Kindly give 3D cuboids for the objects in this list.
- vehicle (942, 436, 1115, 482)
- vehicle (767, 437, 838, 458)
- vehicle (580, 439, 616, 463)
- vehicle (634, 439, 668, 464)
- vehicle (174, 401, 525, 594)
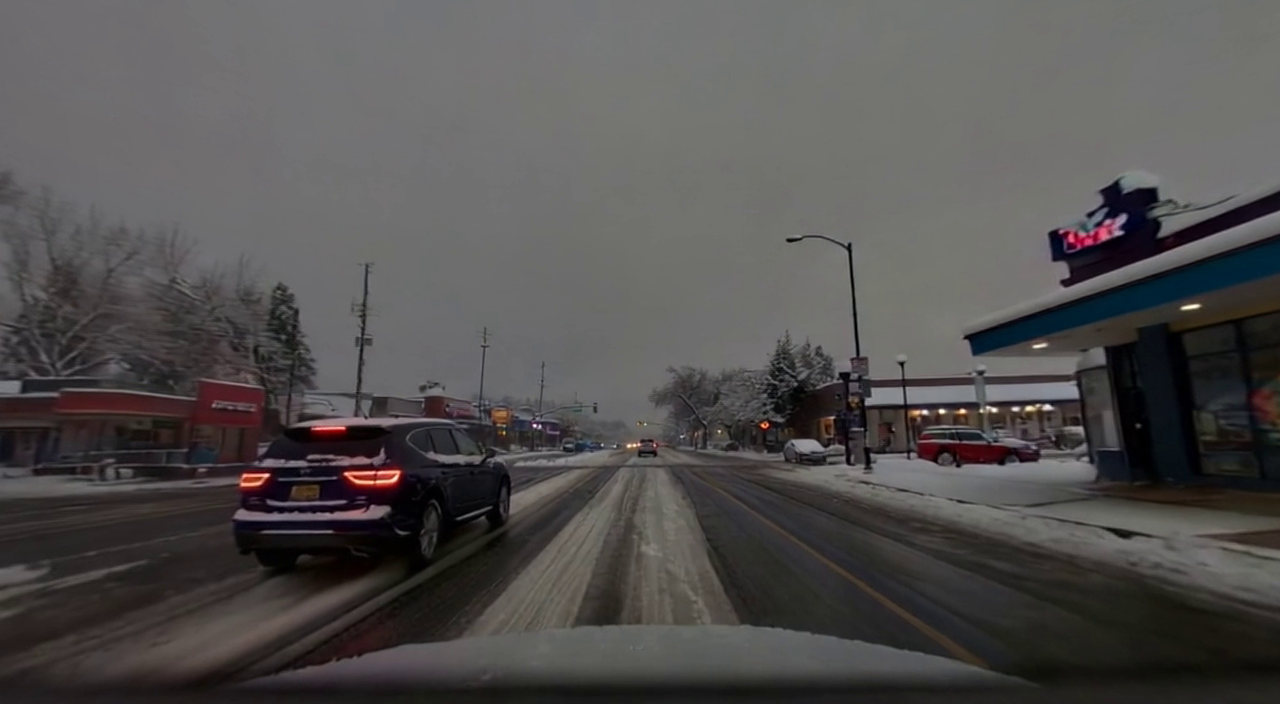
[{"bbox_3d":[13.404,3.708,21.955,4.707,1.485,1.948,0,-9,-1],"label":"vehicle"},{"bbox_3d":[12.188,7.195,47.445,4.734,1.499,1.888,0,-9,-1],"label":"vehicle"},{"bbox_3d":[-2.706,6.571,41.868,1.950,1.450,4.257,0,-9,2],"label":"vehicle"},{"bbox_3d":[0.685,6.144,39.072,2.037,1.484,4.073,0,-9,1],"label":"vehicle"},{"bbox_3d":[-2.927,1.588,7.725,2.049,1.646,4.445,0,-9,2],"label":"vehicle"}]
